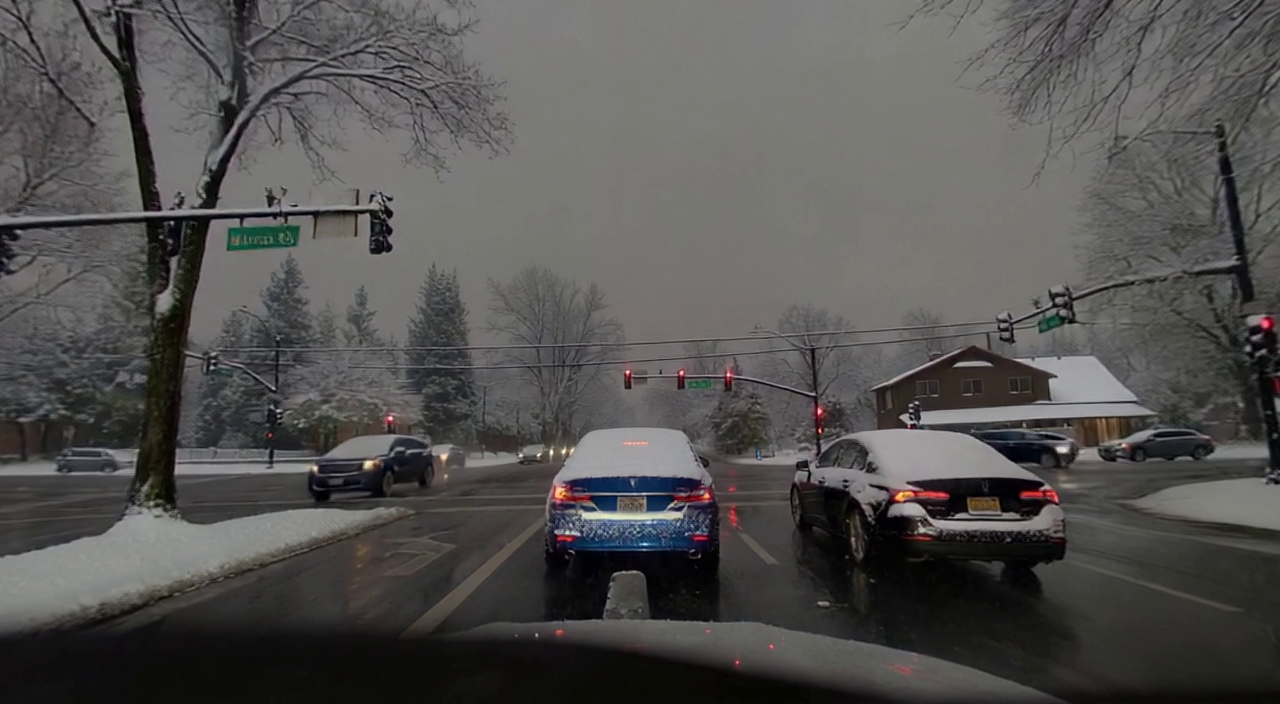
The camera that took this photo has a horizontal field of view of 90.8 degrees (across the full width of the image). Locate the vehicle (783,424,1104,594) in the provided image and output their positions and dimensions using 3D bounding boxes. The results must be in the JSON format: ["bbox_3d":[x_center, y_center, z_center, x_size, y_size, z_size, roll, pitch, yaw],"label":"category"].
[{"bbox_3d":[3.183,1.712,7.757,1.913,1.505,4.097,0,-8,0],"label":"vehicle"}]

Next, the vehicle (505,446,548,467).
[{"bbox_3d":[-7.570,6.986,42.468,2.040,1.374,4.150,0,-8,1],"label":"vehicle"}]

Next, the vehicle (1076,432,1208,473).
[{"bbox_3d":[23.993,4.790,30.314,4.520,1.762,2.005,-1,-8,-1],"label":"vehicle"}]

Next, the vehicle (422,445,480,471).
[{"bbox_3d":[-11.373,6.385,38.307,2.125,1.476,4.385,-1,-8,1],"label":"vehicle"}]

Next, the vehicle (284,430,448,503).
[{"bbox_3d":[-7.486,3.188,18.038,2.383,1.779,4.973,0,-8,1],"label":"vehicle"}]

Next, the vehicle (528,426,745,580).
[{"bbox_3d":[-0.051,1.778,8.264,2.103,1.478,4.073,0,-8,-1],"label":"vehicle"}]

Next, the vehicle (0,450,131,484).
[{"bbox_3d":[-28.161,5.614,31.055,4.538,1.591,1.949,0,-8,1],"label":"vehicle"}]

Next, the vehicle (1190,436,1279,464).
[{"bbox_3d":[32.404,5.203,33.625,4.489,1.432,1.790,0,-9,0],"label":"vehicle"}]
